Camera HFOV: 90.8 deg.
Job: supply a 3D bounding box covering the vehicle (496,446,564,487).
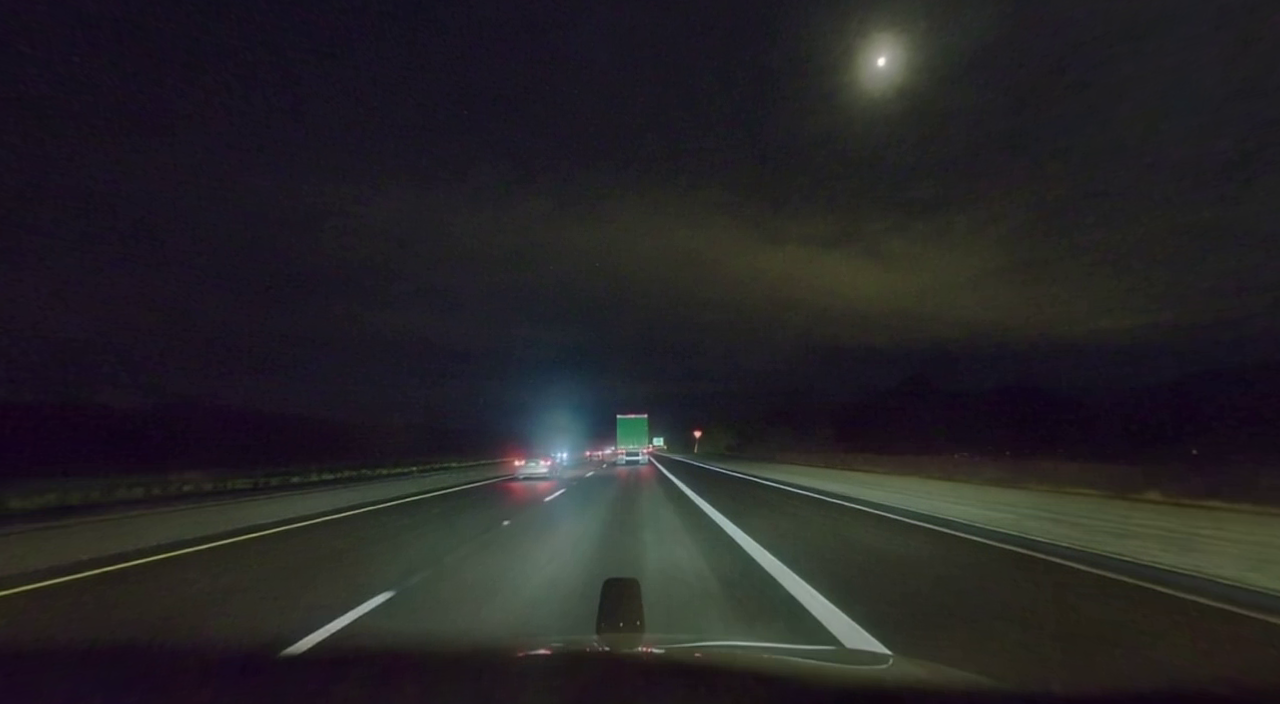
[{"bbox_3d":[-4.353,4.605,25.623,1.978,1.507,4.062,0,-9,1],"label":"vehicle"}]
